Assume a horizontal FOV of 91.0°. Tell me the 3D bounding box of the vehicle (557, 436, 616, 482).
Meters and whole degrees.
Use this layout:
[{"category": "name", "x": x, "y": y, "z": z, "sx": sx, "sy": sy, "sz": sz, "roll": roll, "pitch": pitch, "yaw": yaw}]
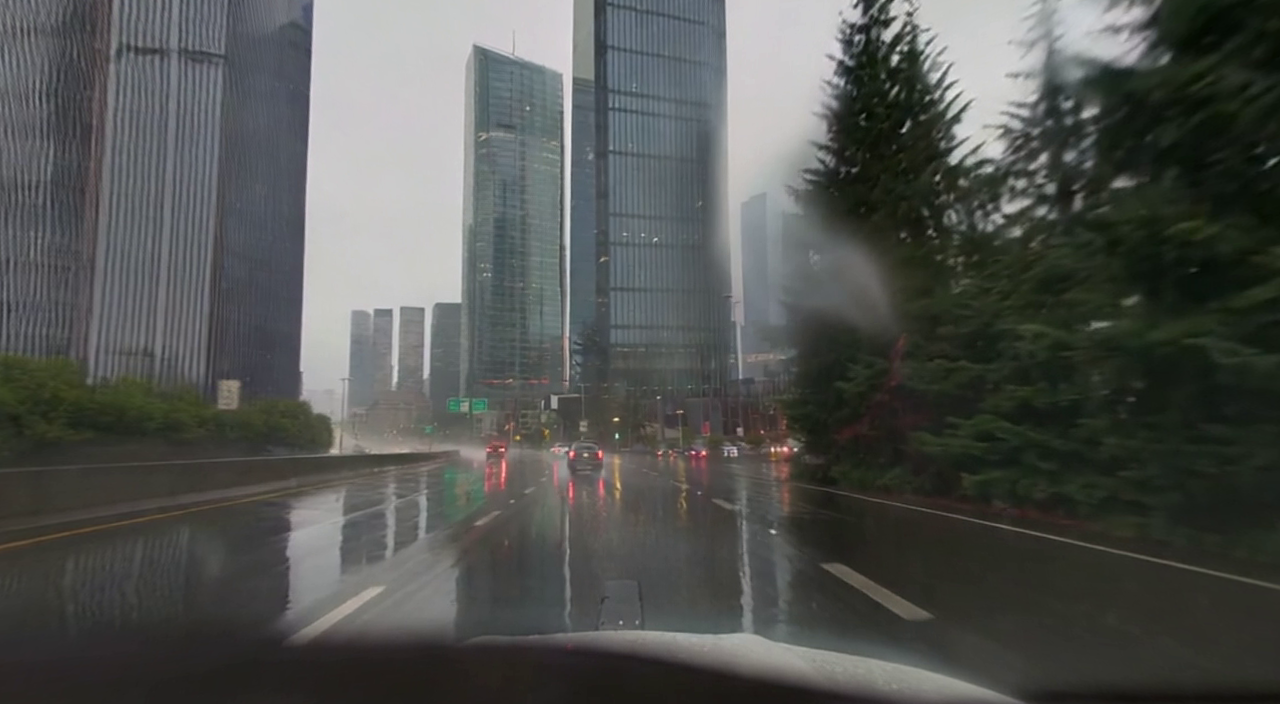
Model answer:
[{"category": "vehicle", "x": -2.202, "y": 4.343, "z": 25.890, "sx": 2.183, "sy": 1.675, "sz": 4.319, "roll": 1, "pitch": -8, "yaw": -5}]
